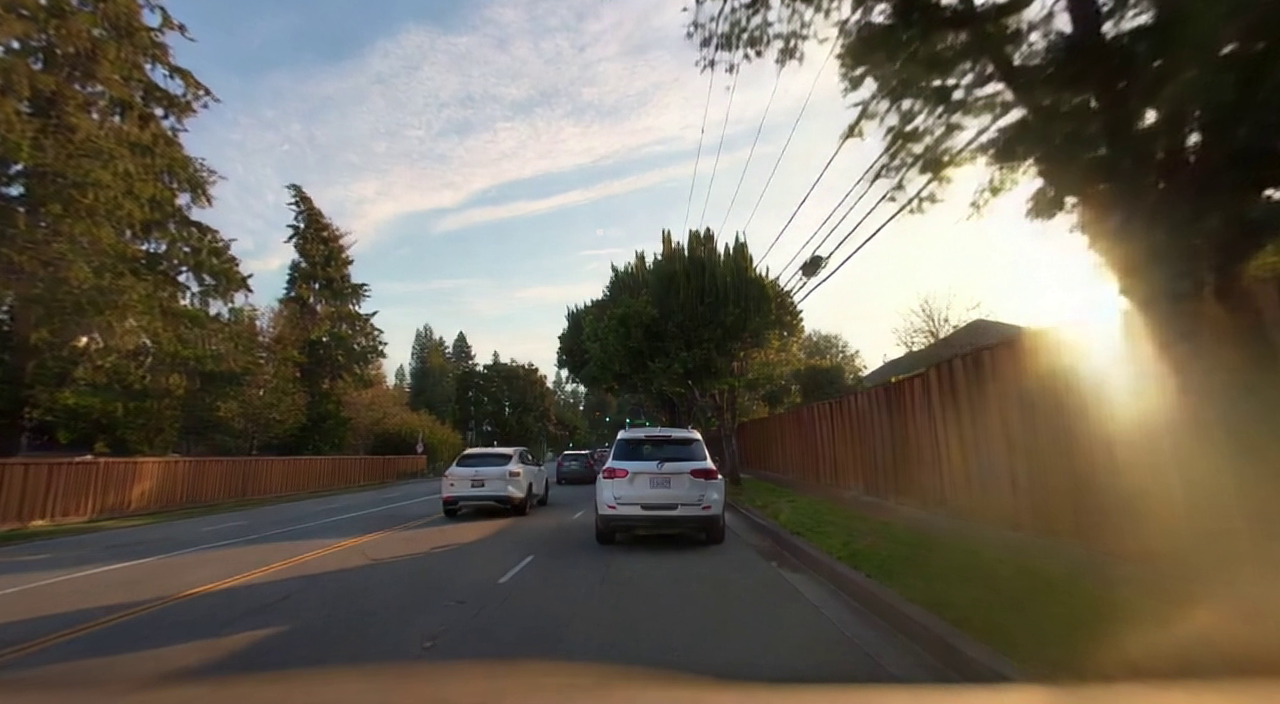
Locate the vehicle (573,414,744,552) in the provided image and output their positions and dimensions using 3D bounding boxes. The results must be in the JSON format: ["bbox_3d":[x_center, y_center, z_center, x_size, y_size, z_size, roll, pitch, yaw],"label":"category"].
[{"bbox_3d":[0.244,1.992,10.189,2.174,1.749,4.113,0,-9,0],"label":"vehicle"}]

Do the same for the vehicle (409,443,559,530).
[{"bbox_3d":[-2.971,2.636,12.998,1.979,1.489,4.006,0,-9,1],"label":"vehicle"}]
